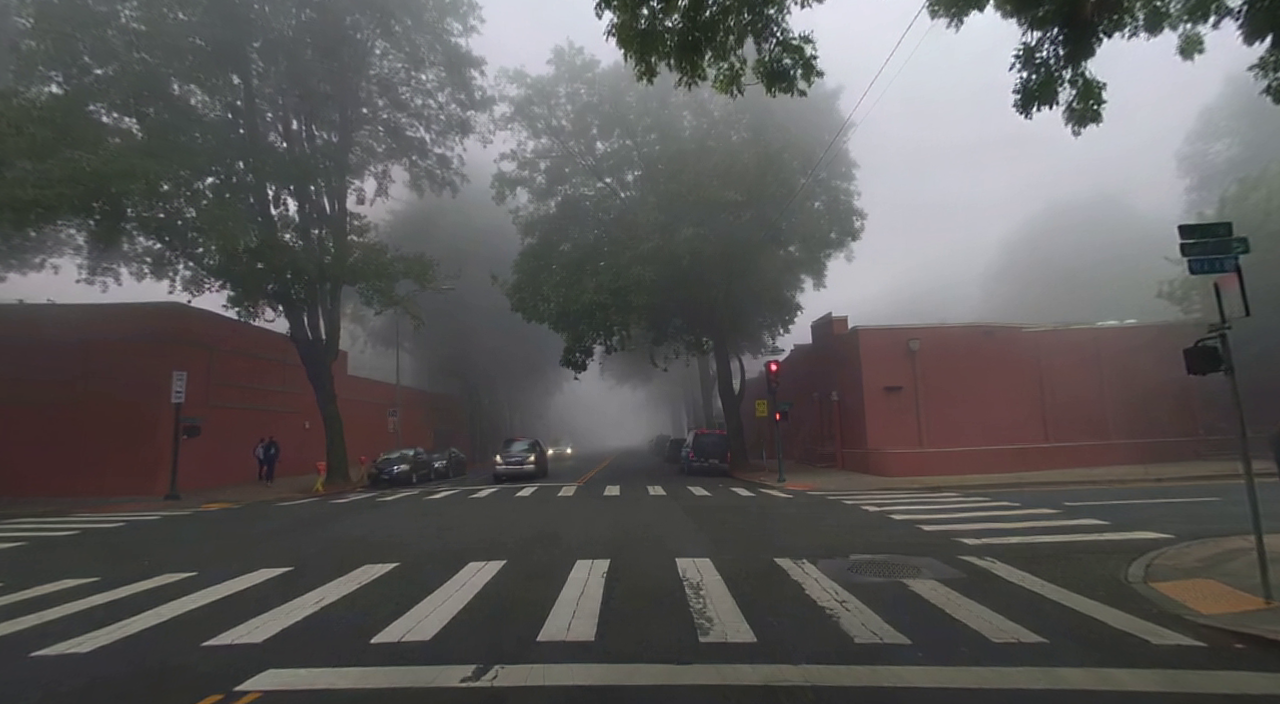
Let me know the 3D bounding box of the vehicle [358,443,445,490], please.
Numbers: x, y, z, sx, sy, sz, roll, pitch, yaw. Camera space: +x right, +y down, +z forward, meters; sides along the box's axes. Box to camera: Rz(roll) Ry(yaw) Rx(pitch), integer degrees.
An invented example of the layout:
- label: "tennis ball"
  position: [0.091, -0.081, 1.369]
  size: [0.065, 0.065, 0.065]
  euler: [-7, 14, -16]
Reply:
- label: "vehicle"
  position: [-9.906, 4.750, 26.603]
  size: [2.216, 1.804, 4.526]
  euler: [1, -8, -5]

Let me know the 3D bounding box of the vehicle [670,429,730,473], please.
- label: "vehicle"
  position: [3.101, 5.311, 34.080]
  size: [2.557, 2.188, 5.164]
  euler: [0, -8, -2]

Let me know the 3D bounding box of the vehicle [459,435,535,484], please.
- label: "vehicle"
  position: [-5.966, 4.530, 27.038]
  size: [2.242, 1.887, 4.924]
  euler: [0, -8, -2]

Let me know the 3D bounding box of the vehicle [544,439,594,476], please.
- label: "vehicle"
  position: [-3.283, 4.956, 29.820]
  size: [2.033, 1.596, 4.142]
  euler: [0, -8, -2]
